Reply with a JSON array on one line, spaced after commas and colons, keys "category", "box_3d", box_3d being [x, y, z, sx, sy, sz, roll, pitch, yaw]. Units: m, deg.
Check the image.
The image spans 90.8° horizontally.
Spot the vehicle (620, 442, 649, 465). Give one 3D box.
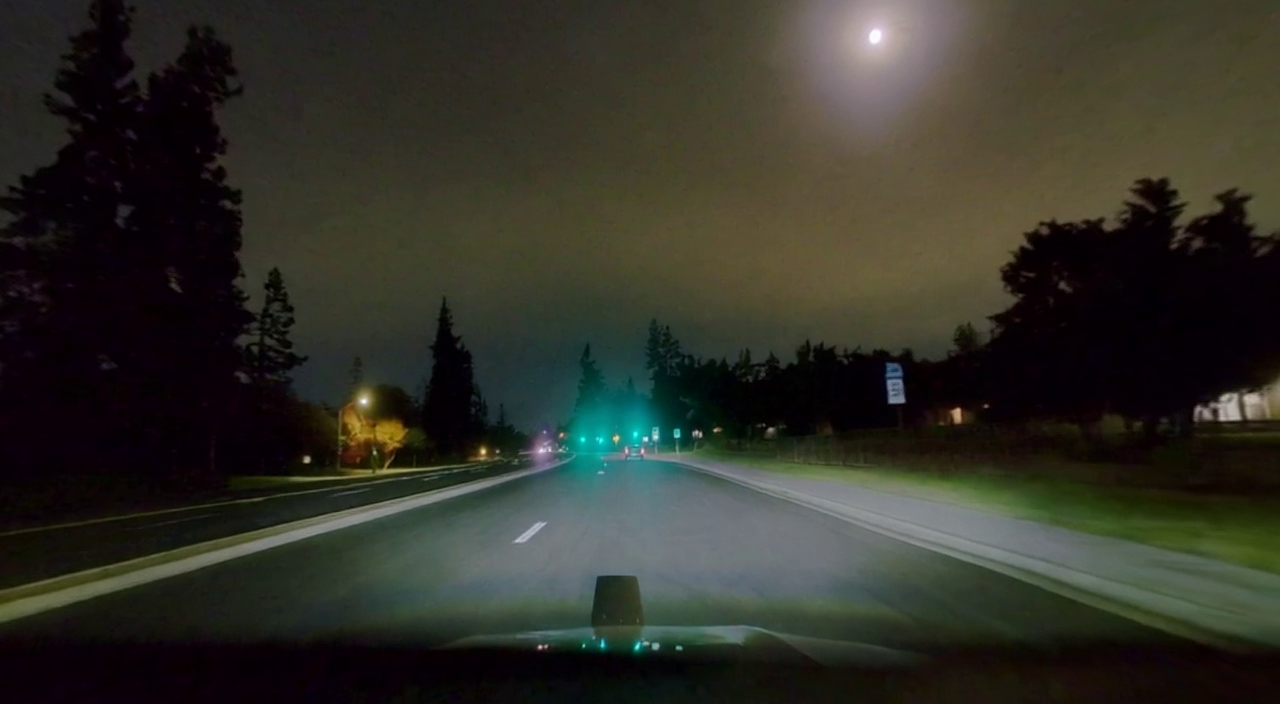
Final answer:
[{"category": "vehicle", "box_3d": [-0.459, 7.473, 46.769, 2.045, 1.613, 4.210, 0, -8, -1]}]
